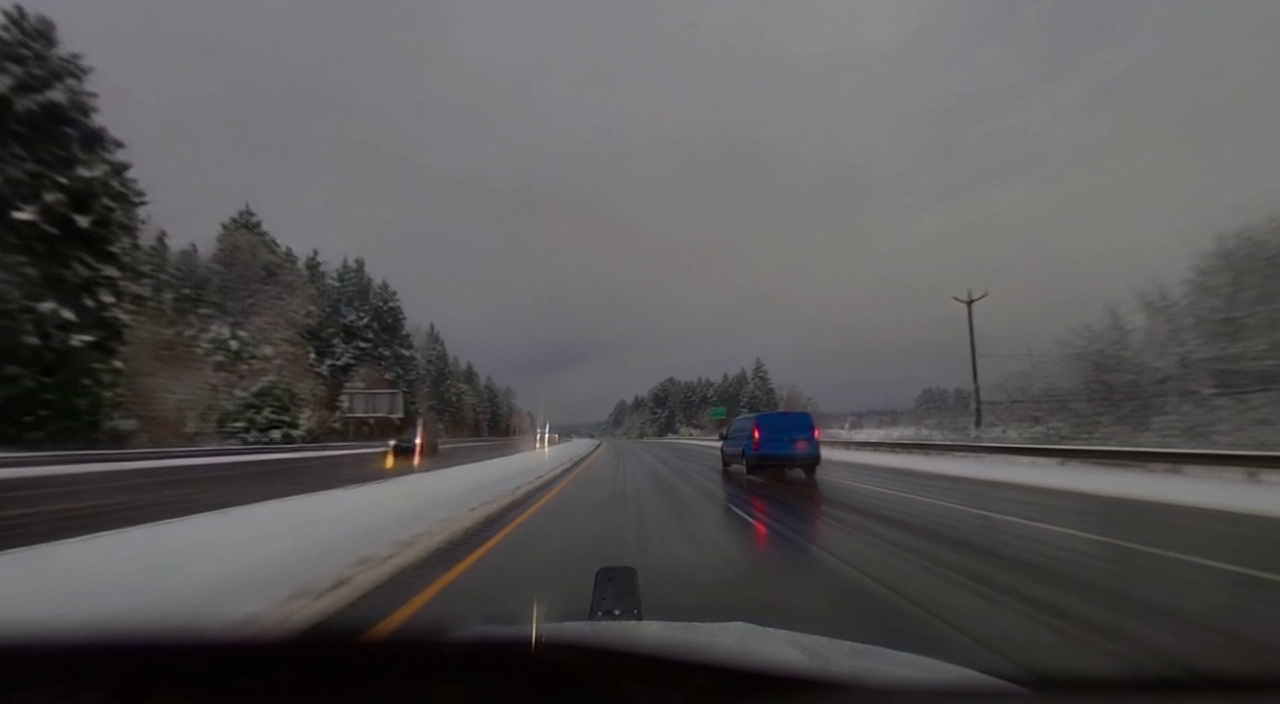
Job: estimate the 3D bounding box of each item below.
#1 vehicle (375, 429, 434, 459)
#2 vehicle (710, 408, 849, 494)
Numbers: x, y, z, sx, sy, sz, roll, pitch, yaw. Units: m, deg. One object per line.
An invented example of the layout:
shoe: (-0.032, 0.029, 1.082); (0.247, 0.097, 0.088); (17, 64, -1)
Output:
vehicle: (-14.016, 5.489, 37.792); (1.980, 1.673, 4.324); (0, -8, -2)
vehicle: (3.213, 2.389, 15.647); (2.240, 1.801, 4.545); (0, -8, -2)
